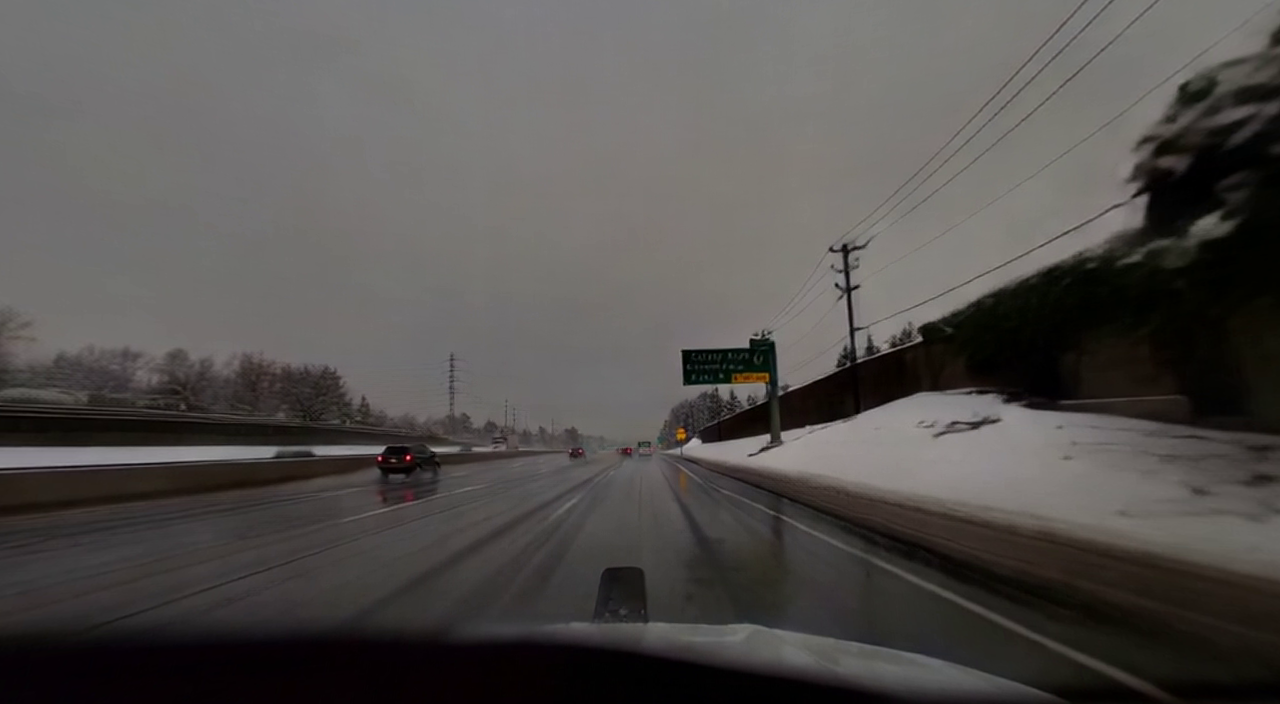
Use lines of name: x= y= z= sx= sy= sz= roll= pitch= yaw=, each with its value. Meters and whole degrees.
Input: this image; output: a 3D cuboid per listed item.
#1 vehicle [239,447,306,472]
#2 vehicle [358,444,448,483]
vehicle: x=-23.312 y=6.822 z=40.195 sx=1.839 sy=1.504 sz=3.977 roll=-1 pitch=-8 yaw=1
vehicle: x=-10.024 y=4.724 z=27.110 sx=2.056 sy=1.476 sz=4.562 roll=-1 pitch=-8 yaw=1
